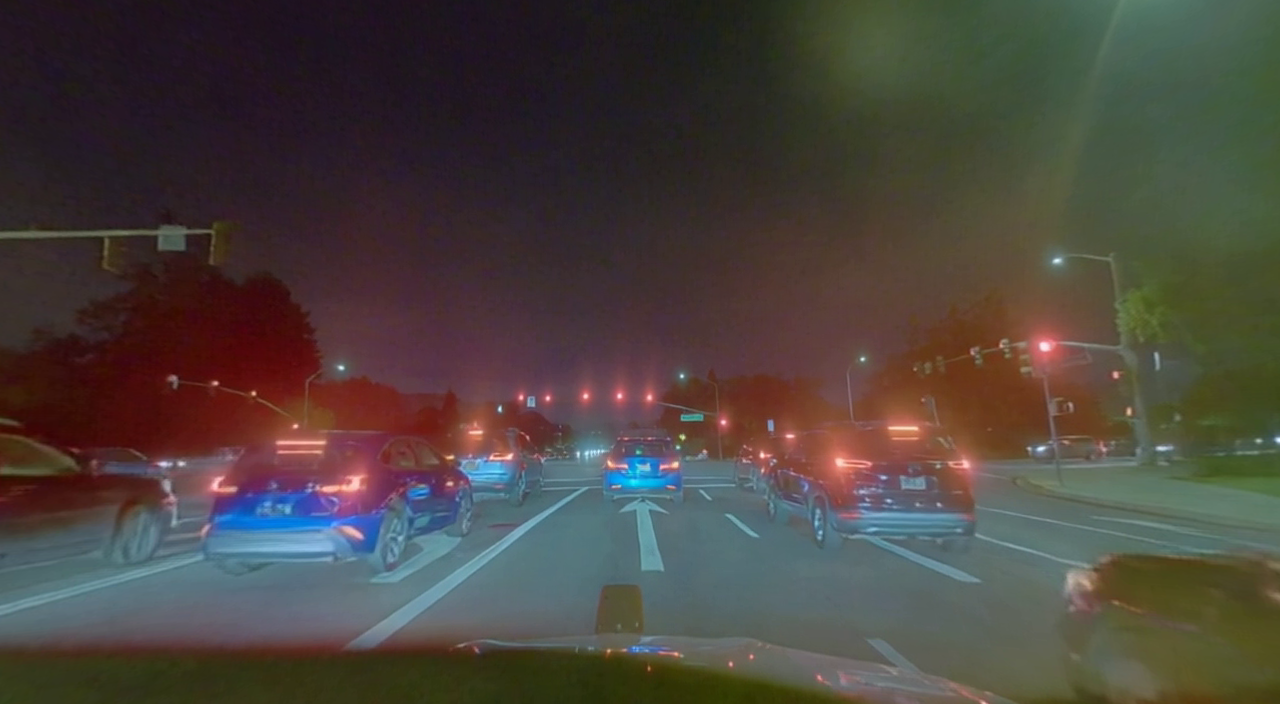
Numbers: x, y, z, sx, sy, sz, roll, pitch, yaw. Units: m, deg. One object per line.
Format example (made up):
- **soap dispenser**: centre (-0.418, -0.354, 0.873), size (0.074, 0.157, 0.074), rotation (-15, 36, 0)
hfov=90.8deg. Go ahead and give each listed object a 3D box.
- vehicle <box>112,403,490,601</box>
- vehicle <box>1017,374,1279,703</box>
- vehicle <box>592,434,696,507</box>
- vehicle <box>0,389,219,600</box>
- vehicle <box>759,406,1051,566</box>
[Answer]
- **vehicle**: centre (-3.389, 1.603, 7.613), size (2.034, 1.655, 4.465), rotation (0, -9, 0)
- **vehicle**: centre (2.781, 0.636, 0.646), size (2.002, 1.474, 4.528), rotation (0, -9, 0)
- **vehicle**: centre (0.033, 2.740, 15.040), size (2.114, 1.482, 4.056), rotation (0, -9, -1)
- **vehicle**: centre (-6.618, 1.303, 5.912), size (2.116, 1.812, 4.609), rotation (0, -9, 0)
- **vehicle**: centre (3.247, 1.761, 8.972), size (2.178, 1.691, 4.314), rotation (0, -9, -1)
